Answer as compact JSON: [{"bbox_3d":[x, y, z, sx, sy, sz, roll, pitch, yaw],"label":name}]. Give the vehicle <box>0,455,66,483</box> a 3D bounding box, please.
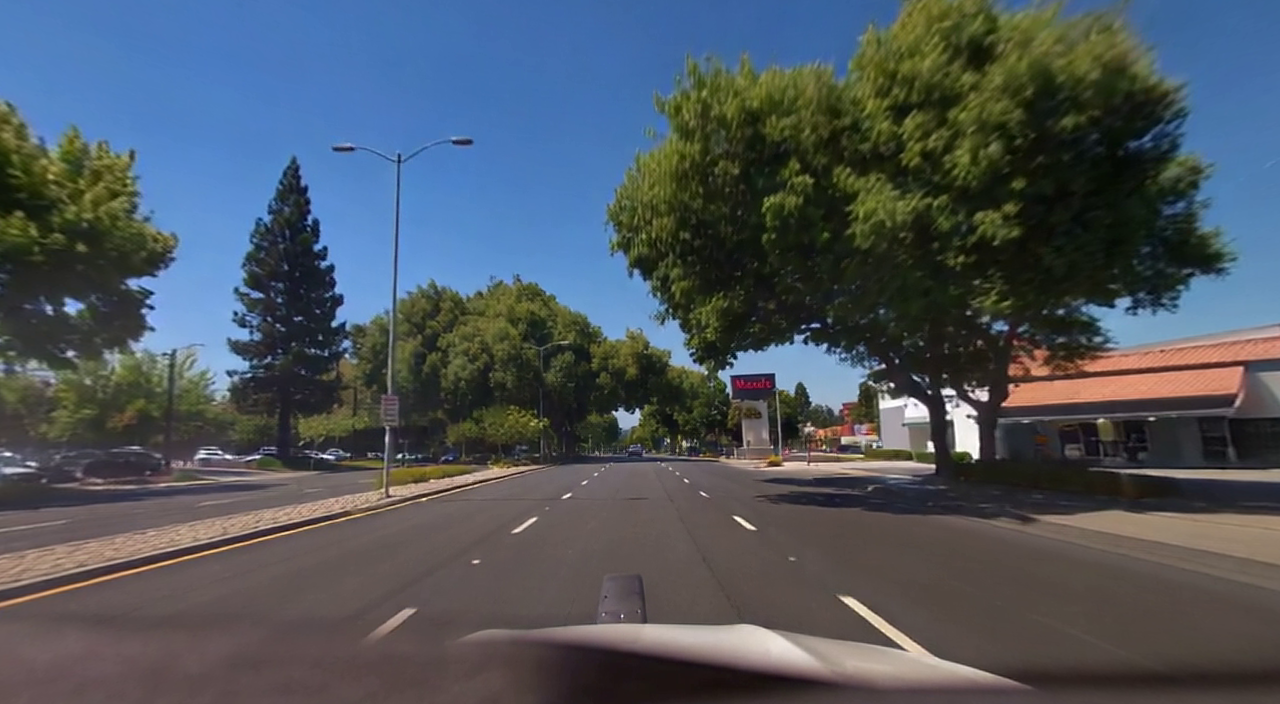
[{"bbox_3d":[-34.272,6.354,34.355,4.246,1.411,1.954,0,-8,2],"label":"vehicle"}]
